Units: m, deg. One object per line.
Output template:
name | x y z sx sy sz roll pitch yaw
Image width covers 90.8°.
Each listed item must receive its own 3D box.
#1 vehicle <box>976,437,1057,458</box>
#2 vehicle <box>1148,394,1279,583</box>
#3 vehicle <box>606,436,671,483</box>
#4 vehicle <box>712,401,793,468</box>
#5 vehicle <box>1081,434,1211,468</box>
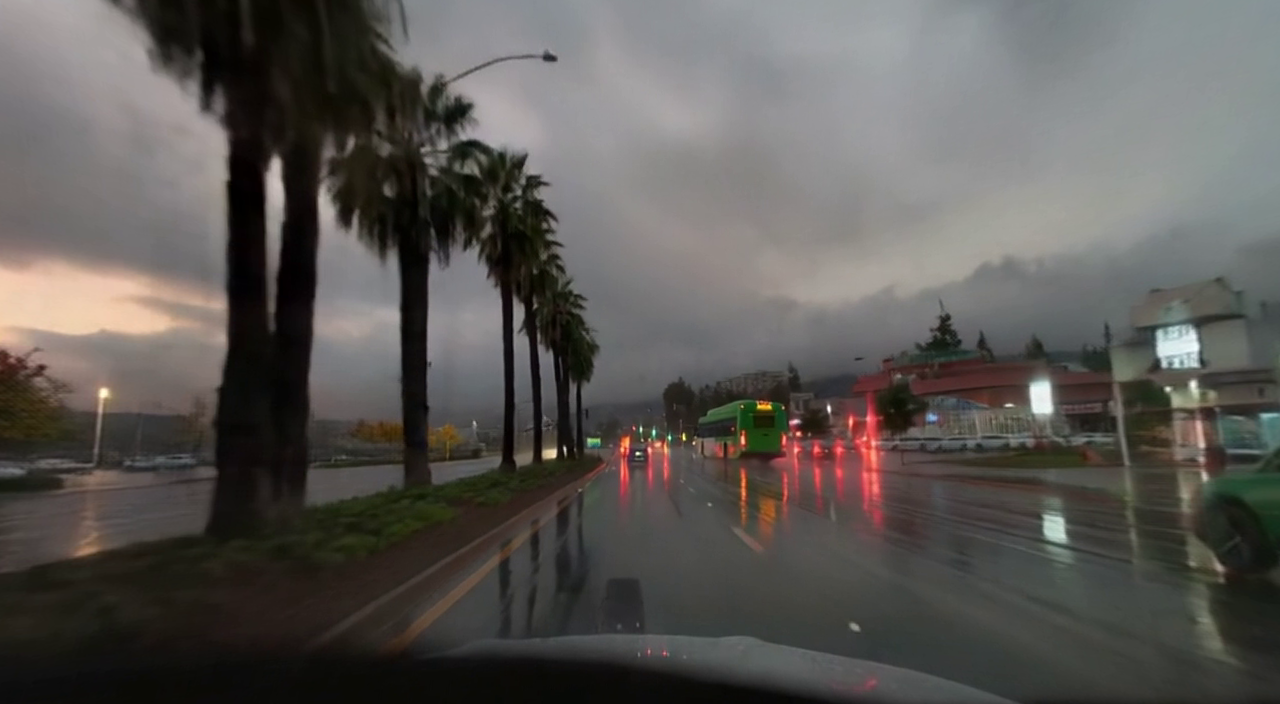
vehicle | 25.754 6.545 43.307 4.319 1.444 1.888 0 -9 -2
vehicle | 6.734 1.116 4.946 2.031 1.670 4.154 0 -9 1
vehicle | -0.078 3.765 22.354 2.065 1.477 4.306 0 -9 -1
vehicle | 6.236 4.898 36.842 2.795 3.383 9.287 0 -9 -1
vehicle | 23.047 4.525 28.901 4.229 1.428 1.883 0 -9 1
